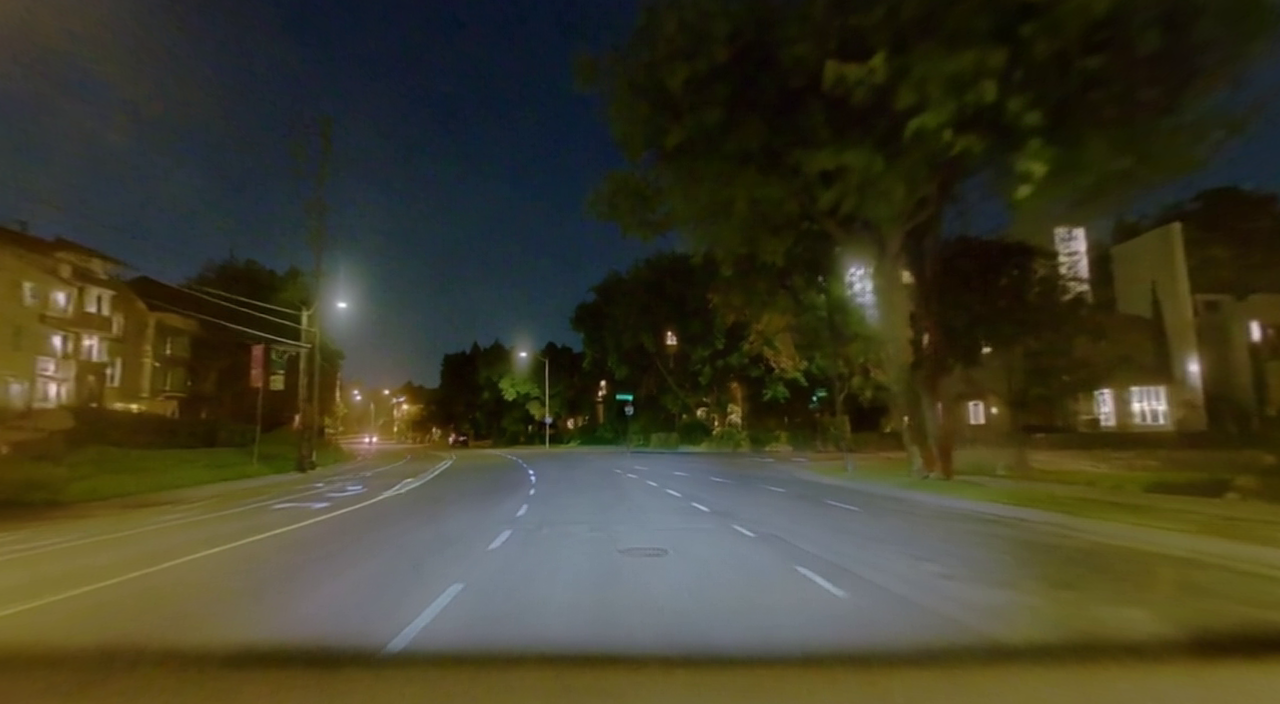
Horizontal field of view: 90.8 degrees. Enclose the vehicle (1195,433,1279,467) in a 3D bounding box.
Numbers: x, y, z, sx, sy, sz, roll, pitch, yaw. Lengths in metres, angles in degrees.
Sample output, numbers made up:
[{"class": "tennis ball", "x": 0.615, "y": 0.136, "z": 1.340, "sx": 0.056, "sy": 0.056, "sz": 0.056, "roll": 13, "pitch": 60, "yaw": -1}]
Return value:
[{"class": "vehicle", "x": 28.769, "y": 4.465, "z": 28.843, "sx": 4.593, "sy": 1.456, "sz": 2.003, "roll": -3, "pitch": -9, "yaw": 19}]
